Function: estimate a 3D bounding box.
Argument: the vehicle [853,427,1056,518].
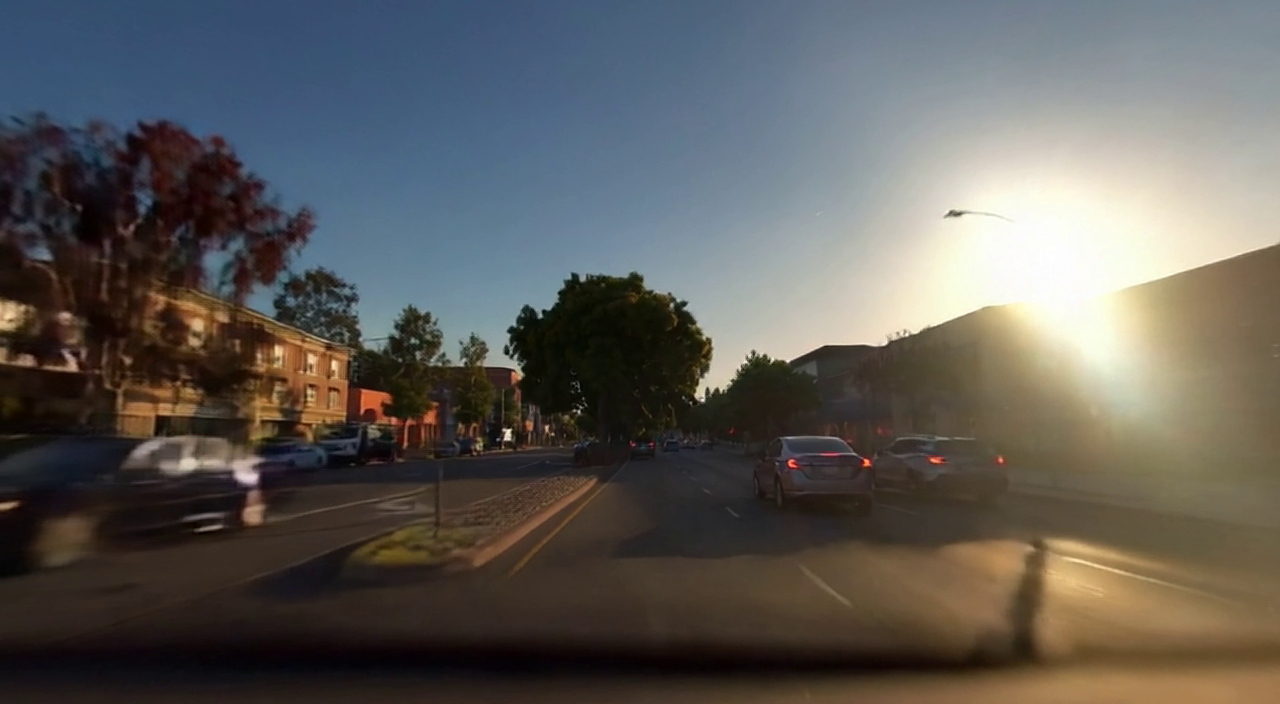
[{"bbox_3d":[6.914,2.684,14.650,2.134,1.738,4.833,0,-8,-1],"label":"vehicle"}]

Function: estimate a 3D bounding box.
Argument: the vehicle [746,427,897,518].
[{"bbox_3d":[3.688,2.524,13.652,2.072,1.669,3.836,0,-8,0],"label":"vehicle"}]

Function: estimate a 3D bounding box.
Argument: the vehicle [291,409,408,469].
[{"bbox_3d":[-18.559,5.750,41.293,2.935,3.431,9.380,-1,-9,2],"label":"vehicle"}]

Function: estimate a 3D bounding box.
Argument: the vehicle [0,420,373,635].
[{"bbox_3d":[-4.792,1.512,6.546,2.084,1.415,4.580,0,-8,-1],"label":"vehicle"}]
